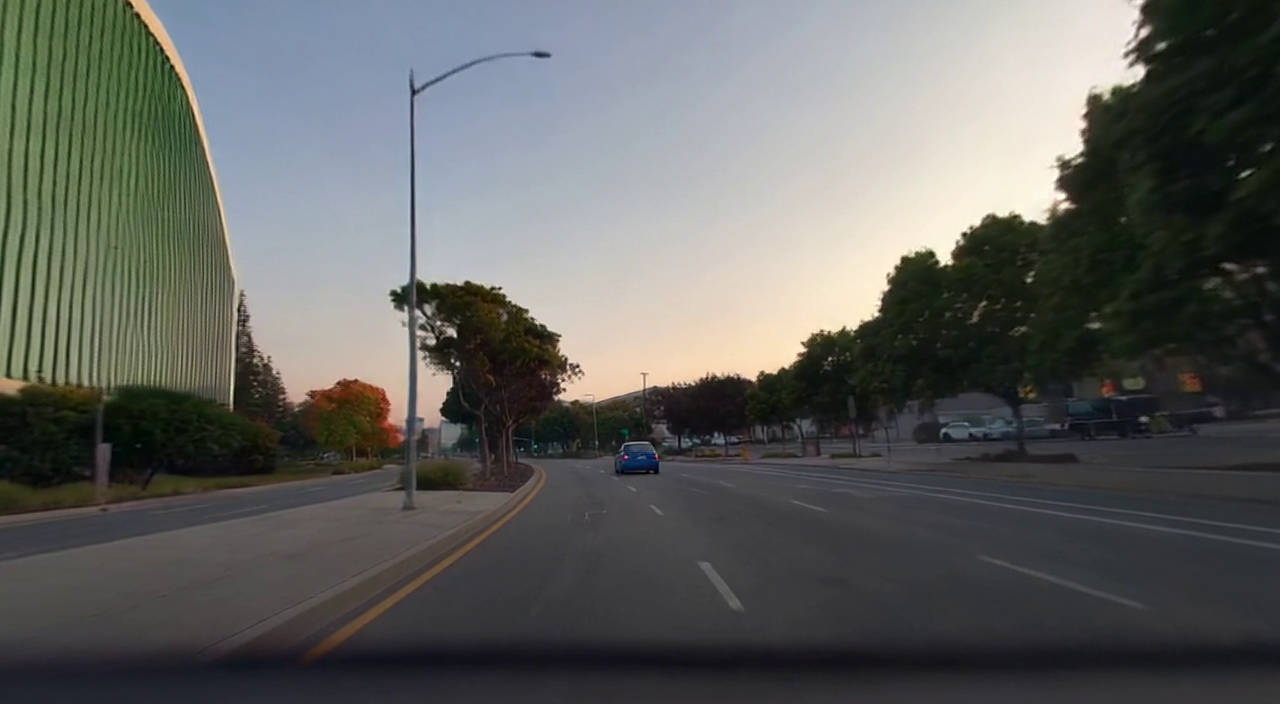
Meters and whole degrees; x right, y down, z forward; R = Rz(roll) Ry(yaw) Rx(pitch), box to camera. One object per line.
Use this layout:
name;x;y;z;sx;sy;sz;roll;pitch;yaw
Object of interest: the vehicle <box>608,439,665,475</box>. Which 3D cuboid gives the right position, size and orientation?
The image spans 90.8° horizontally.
vehicle;-0.255;5.300;32.187;2.165;1.633;4.381;1;-8;-10
